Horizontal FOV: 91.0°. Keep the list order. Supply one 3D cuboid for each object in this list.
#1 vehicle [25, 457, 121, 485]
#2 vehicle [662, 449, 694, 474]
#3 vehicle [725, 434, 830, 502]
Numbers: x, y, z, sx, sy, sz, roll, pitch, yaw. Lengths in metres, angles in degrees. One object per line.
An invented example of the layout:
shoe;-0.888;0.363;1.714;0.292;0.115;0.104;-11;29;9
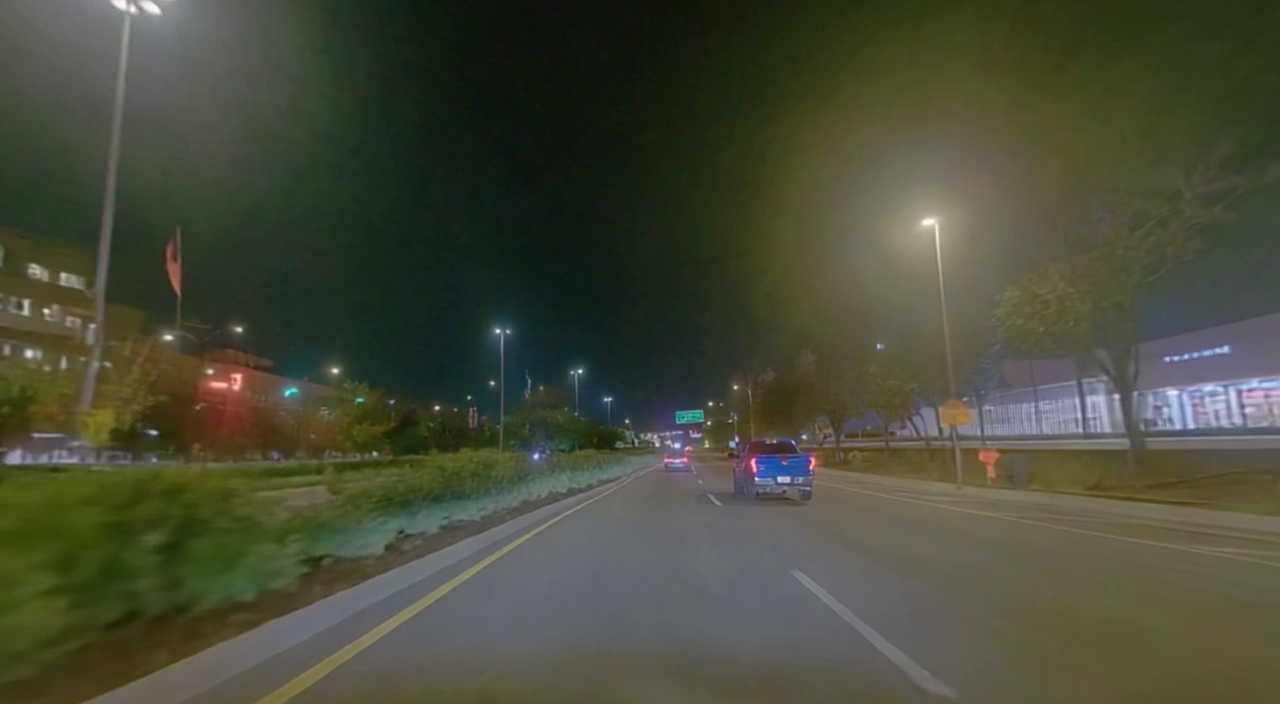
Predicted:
vehicle;-32.802;6.866;36.488;3.963;1.494;1.802;-1;-9;6
vehicle;2.555;7.167;41.594;1.968;1.521;4.262;0;-9;5
vehicle;4.313;3.748;20.871;2.367;1.919;5.651;0;-9;2
